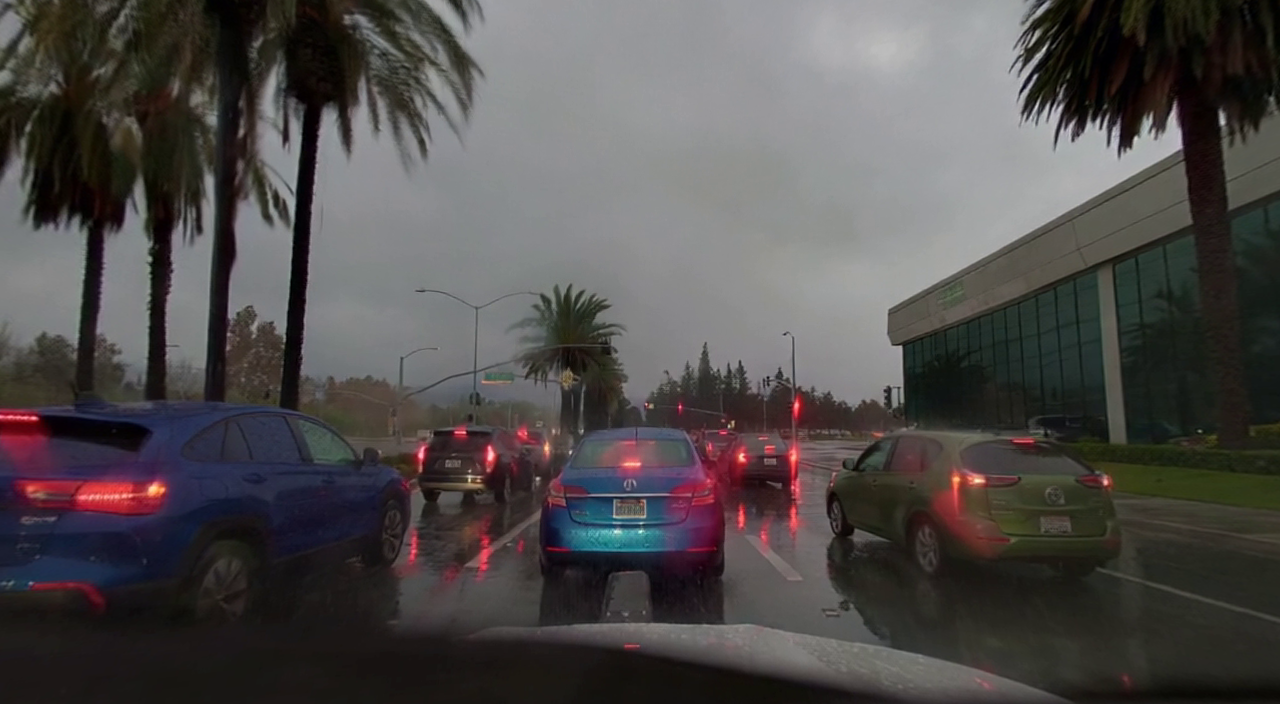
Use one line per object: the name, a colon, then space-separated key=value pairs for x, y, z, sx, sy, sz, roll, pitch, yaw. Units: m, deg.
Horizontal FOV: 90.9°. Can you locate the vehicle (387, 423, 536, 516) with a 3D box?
vehicle: x=-3.474 y=2.354 z=13.074 sx=1.917 sy=1.631 sz=3.768 roll=0 pitch=-8 yaw=1

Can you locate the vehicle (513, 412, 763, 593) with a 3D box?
vehicle: x=-0.057 y=1.658 z=7.824 sx=2.219 sy=1.586 sz=4.321 roll=0 pitch=-8 yaw=-1

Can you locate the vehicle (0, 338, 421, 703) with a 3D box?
vehicle: x=-3.542 y=1.135 z=5.075 sx=2.014 sy=1.775 sz=4.404 roll=0 pitch=-8 yaw=-1

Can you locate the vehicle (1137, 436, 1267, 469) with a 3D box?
vehicle: x=25.446 y=4.545 z=28.653 sx=4.014 sy=1.417 sz=1.777 roll=-1 pitch=-8 yaw=5

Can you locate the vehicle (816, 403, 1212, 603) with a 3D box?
vehicle: x=3.835 y=1.623 z=7.685 sx=2.064 sy=1.696 sz=4.431 roll=0 pitch=-8 yaw=0
